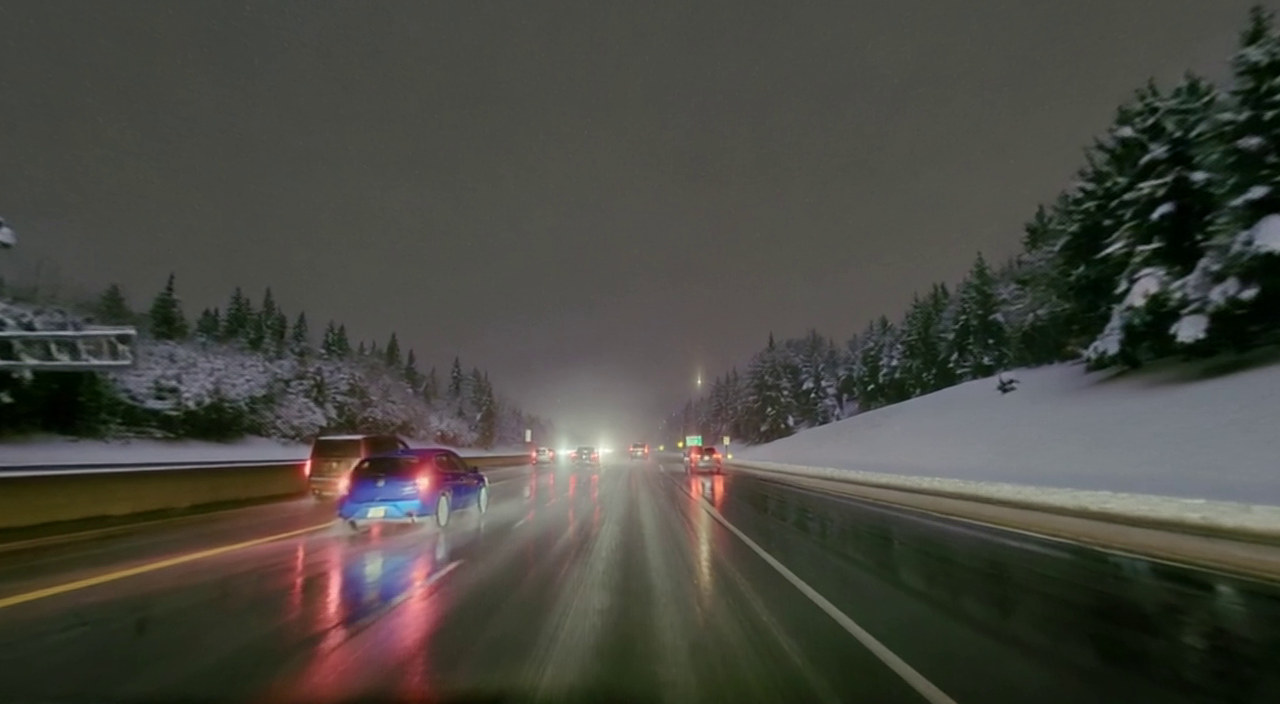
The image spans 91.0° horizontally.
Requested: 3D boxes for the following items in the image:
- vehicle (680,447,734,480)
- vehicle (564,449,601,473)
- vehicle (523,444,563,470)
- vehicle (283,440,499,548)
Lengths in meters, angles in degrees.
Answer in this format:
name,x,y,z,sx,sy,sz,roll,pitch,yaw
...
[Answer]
name,x,y,z,sx,sy,sz,roll,pitch,yaw
vehicle,3.198,5.457,31.114,2.141,1.507,4.510,0,-9,0
vehicle,-3.759,7.195,41.818,2.071,1.478,4.130,0,-9,1
vehicle,-6.898,7.539,45.336,2.111,1.811,4.391,0,-9,1
vehicle,-4.011,2.354,11.135,1.988,1.506,4.416,0,-9,0
